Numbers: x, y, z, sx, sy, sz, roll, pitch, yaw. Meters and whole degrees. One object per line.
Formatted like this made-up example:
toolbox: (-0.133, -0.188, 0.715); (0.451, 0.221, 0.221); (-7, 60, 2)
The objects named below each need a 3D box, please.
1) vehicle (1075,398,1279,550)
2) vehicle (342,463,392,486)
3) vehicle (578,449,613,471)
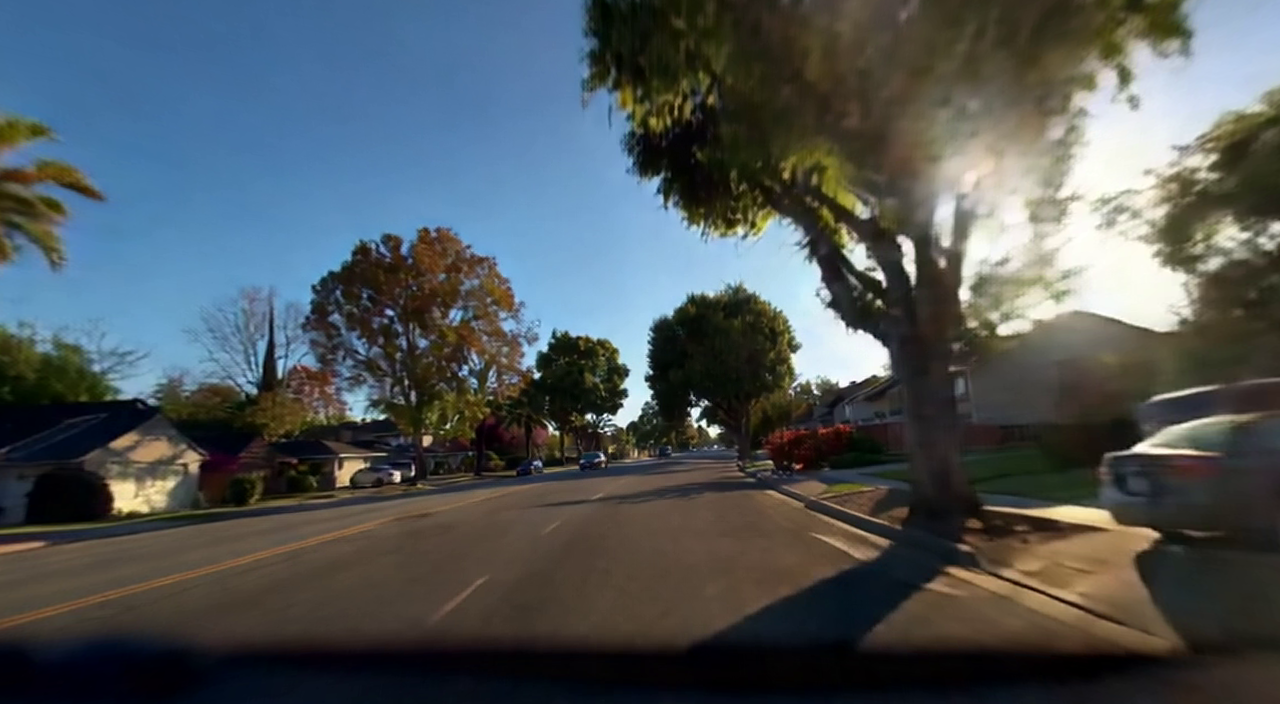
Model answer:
vehicle: (8.681, 1.505, 8.136); (4.646, 1.687, 1.975); (0, -8, -1)
vehicle: (-20.487, 9.131, 47.365); (1.862, 1.477, 4.461); (8, -12, -44)
vehicle: (-3.461, 8.428, 49.486); (1.746, 1.503, 4.400); (-6, -9, 7)
